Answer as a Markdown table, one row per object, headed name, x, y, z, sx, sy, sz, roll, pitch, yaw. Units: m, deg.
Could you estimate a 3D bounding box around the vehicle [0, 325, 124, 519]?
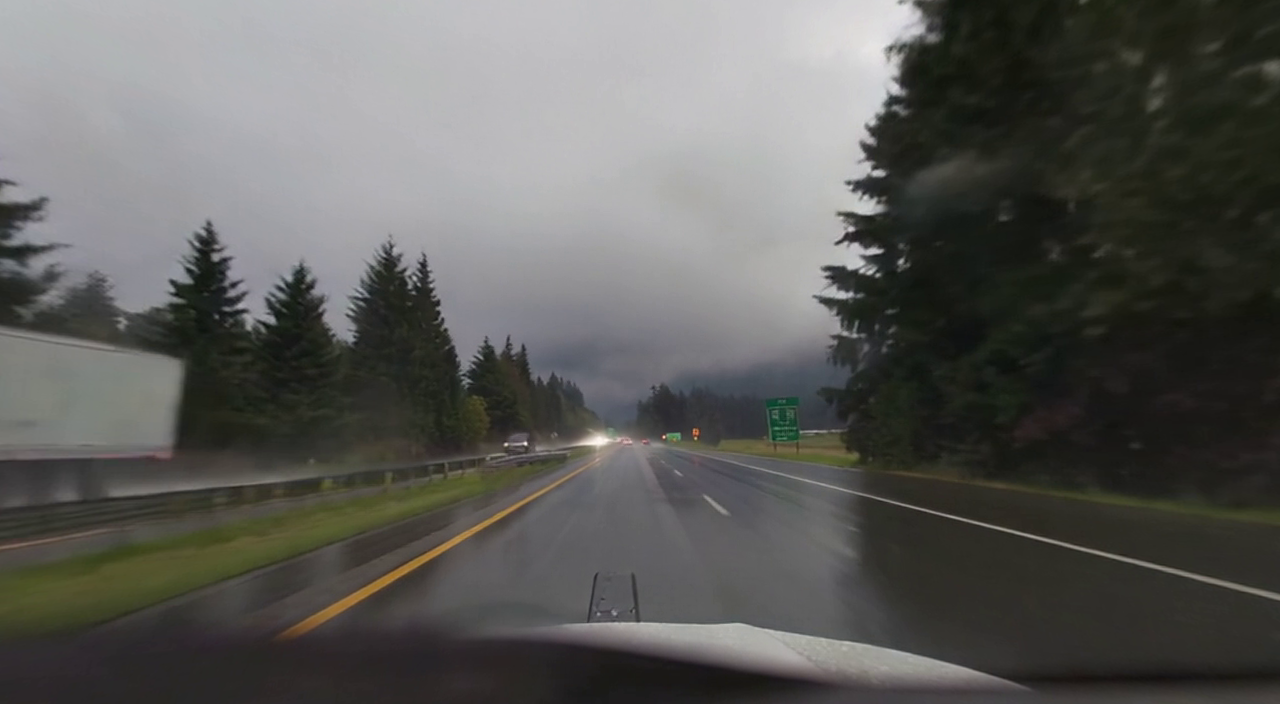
| name | x | y | z | sx | sy | sz | roll | pitch | yaw |
| --- | --- | --- | --- | --- | --- | --- | --- | --- | --- |
| vehicle | -14.024 | 0.843 | 8.612 | 2.794 | 3.792 | 13.285 | 0 | -8 | 0 |
